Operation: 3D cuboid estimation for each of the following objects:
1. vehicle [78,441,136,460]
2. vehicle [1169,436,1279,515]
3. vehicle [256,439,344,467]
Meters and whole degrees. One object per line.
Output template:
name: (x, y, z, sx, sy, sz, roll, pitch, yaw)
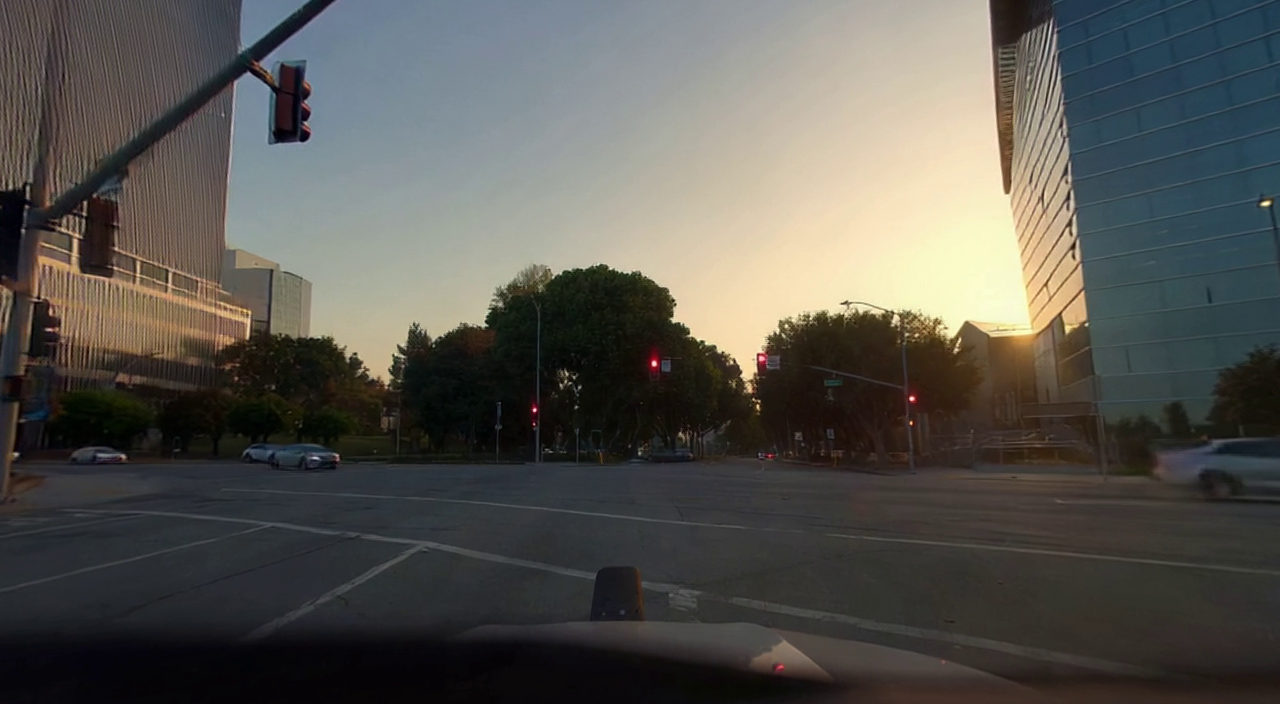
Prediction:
vehicle: (-42.229, 7.785, 49.992, 4.380, 1.455, 1.869, -5, -10, 28)
vehicle: (13.320, 2.427, 12.548, 4.110, 1.511, 1.883, -7, -11, 37)
vehicle: (-20.207, 5.961, 37.456, 5.408, 1.505, 2.091, -6, -10, 32)
